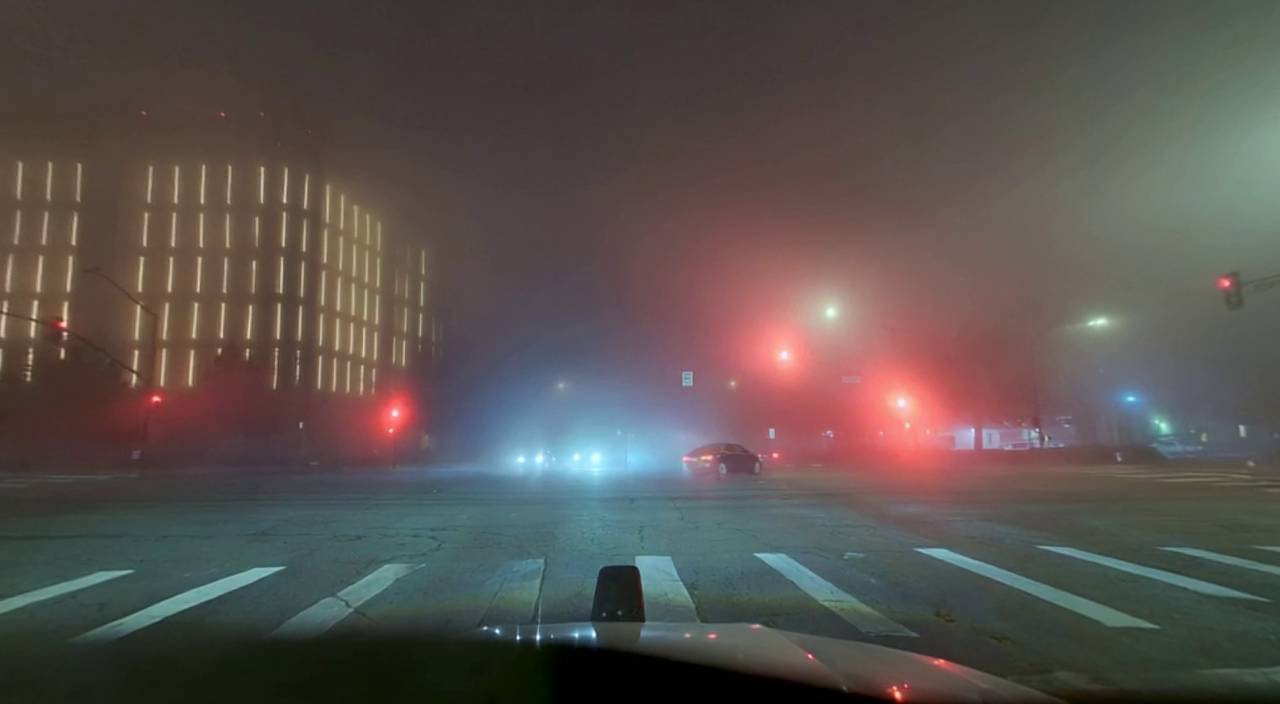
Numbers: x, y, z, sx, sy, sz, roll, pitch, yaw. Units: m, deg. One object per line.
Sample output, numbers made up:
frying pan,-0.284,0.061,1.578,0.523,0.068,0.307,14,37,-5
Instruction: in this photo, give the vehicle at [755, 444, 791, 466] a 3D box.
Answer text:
vehicle,10.210,7.940,48.957,1.955,1.569,4.397,0,-8,2

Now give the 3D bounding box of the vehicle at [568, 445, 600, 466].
vehicle,-4.363,8.124,49.750,2.130,1.613,4.121,0,-8,0

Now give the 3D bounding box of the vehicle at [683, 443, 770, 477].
vehicle,4.141,5.056,29.851,2.043,1.454,4.424,-7,-11,38
